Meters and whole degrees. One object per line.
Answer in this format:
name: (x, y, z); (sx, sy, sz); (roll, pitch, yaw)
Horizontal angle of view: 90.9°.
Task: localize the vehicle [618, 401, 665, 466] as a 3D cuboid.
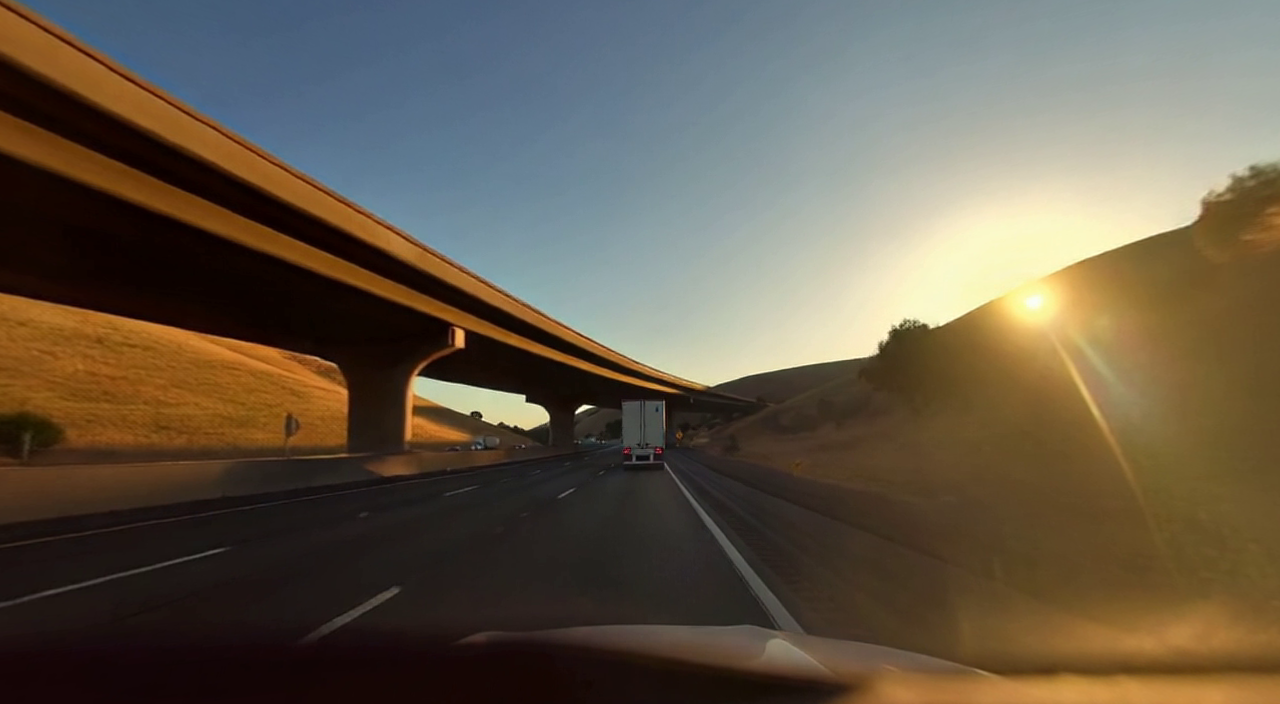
vehicle: (0.049, 5.879, 44.830); (2.866, 4.014, 11.261); (0, -8, -1)
